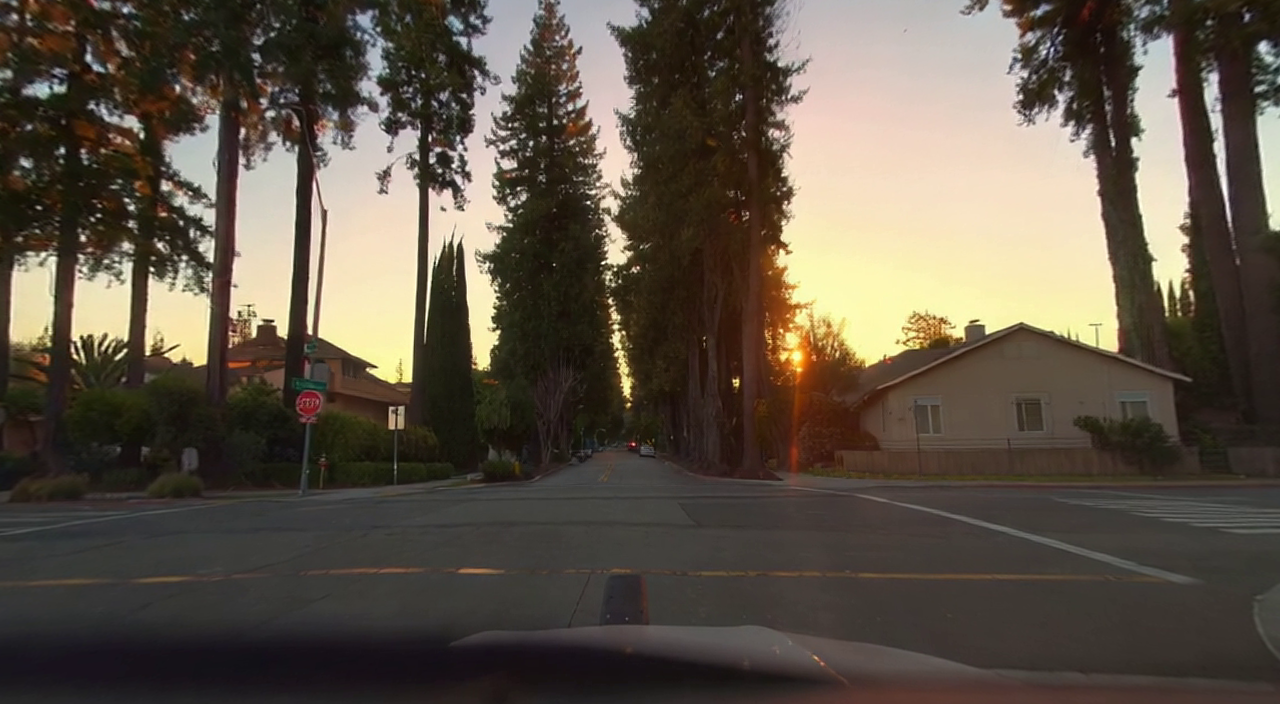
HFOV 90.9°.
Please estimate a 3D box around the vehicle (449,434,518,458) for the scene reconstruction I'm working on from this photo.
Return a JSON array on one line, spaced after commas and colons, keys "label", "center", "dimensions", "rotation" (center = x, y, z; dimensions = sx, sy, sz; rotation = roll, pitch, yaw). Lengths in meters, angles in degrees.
[{"label": "vehicle", "center": [-11.683, 7.062, 47.301], "dimensions": [4.622, 1.782, 1.836], "rotation": [0, -8, 1]}]
